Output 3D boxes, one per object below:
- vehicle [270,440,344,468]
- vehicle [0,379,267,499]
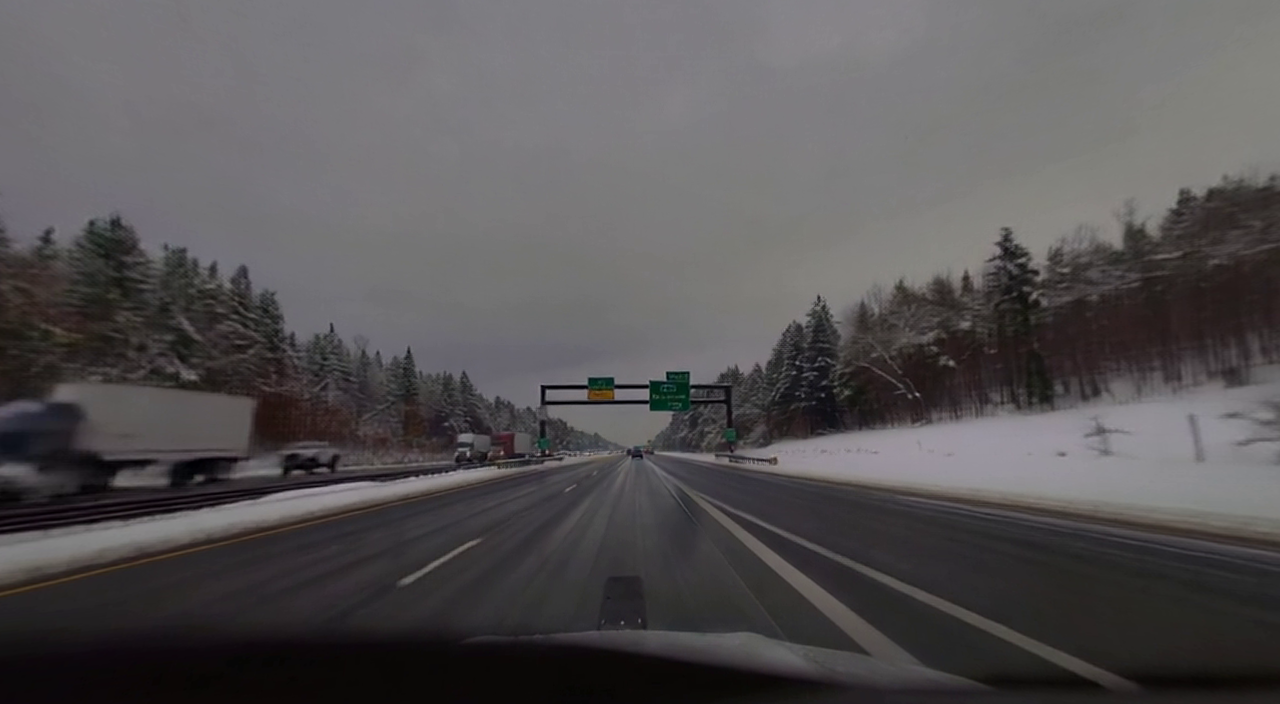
[{"bbox_3d":[-19.580,6.028,37.247,2.089,1.538,4.364,0,-9,-2],"label":"vehicle"},{"bbox_3d":[-19.333,3.481,24.781,3.133,3.697,10.453,0,-9,-2],"label":"vehicle"}]
